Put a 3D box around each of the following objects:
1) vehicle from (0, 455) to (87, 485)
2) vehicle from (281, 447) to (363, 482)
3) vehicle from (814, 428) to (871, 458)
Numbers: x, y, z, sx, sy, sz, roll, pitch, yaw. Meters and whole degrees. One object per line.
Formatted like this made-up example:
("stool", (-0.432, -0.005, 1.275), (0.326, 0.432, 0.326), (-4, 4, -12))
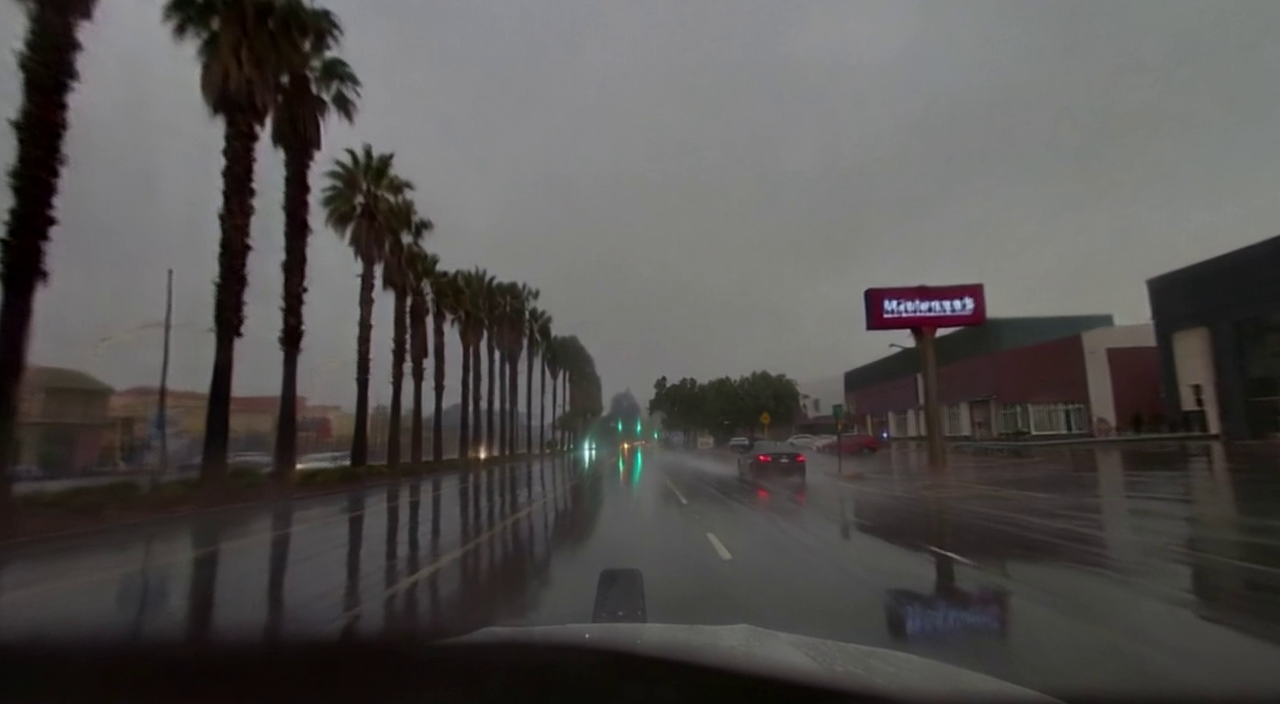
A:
("vehicle", (-37.183, 7.118, 38.205), (5.410, 1.633, 2.366), (7, -11, -39))
("vehicle", (-16.674, 5.873, 33.370), (1.876, 1.460, 4.483), (-4, -7, 3))
("vehicle", (12.454, 5.675, 39.213), (1.909, 1.686, 4.670), (0, -9, 0))
